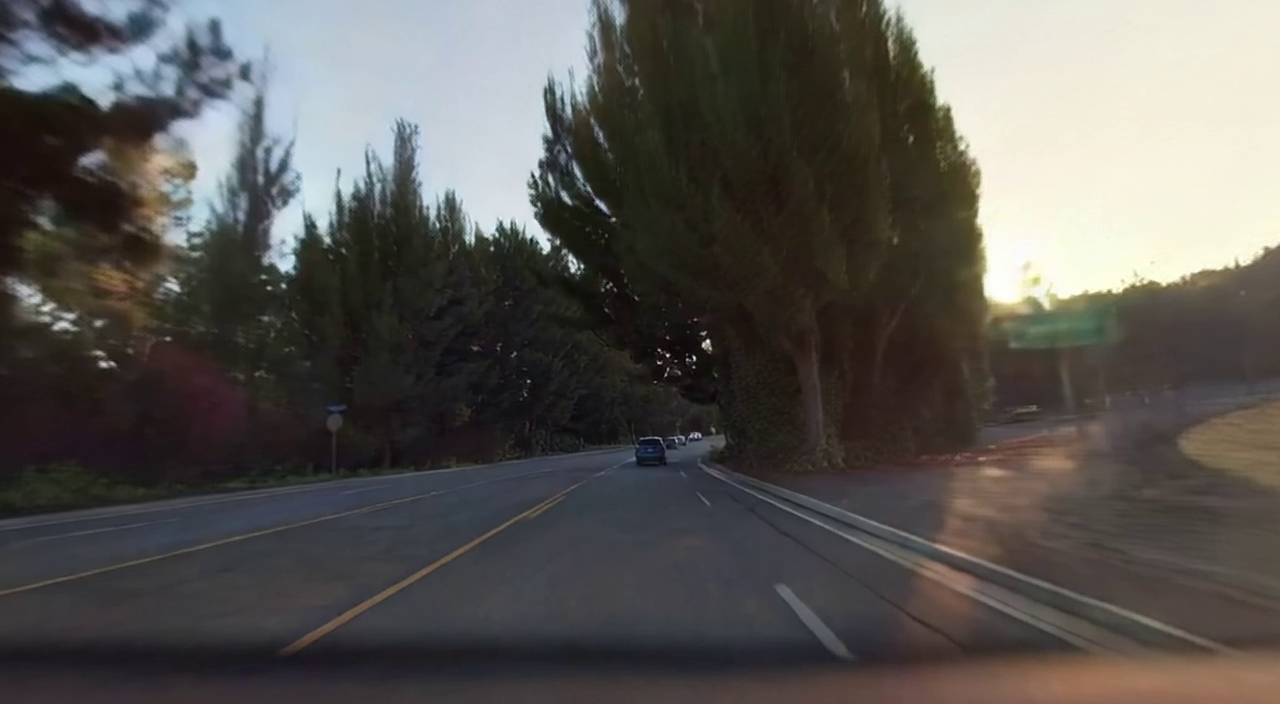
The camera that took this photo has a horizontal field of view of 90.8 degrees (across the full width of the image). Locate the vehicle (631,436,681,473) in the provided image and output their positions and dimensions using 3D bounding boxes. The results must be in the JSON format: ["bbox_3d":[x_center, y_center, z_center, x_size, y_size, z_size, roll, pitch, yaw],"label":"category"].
[{"bbox_3d":[0.871,5.068,31.381,2.294,1.708,4.110,0,-9,3],"label":"vehicle"}]
